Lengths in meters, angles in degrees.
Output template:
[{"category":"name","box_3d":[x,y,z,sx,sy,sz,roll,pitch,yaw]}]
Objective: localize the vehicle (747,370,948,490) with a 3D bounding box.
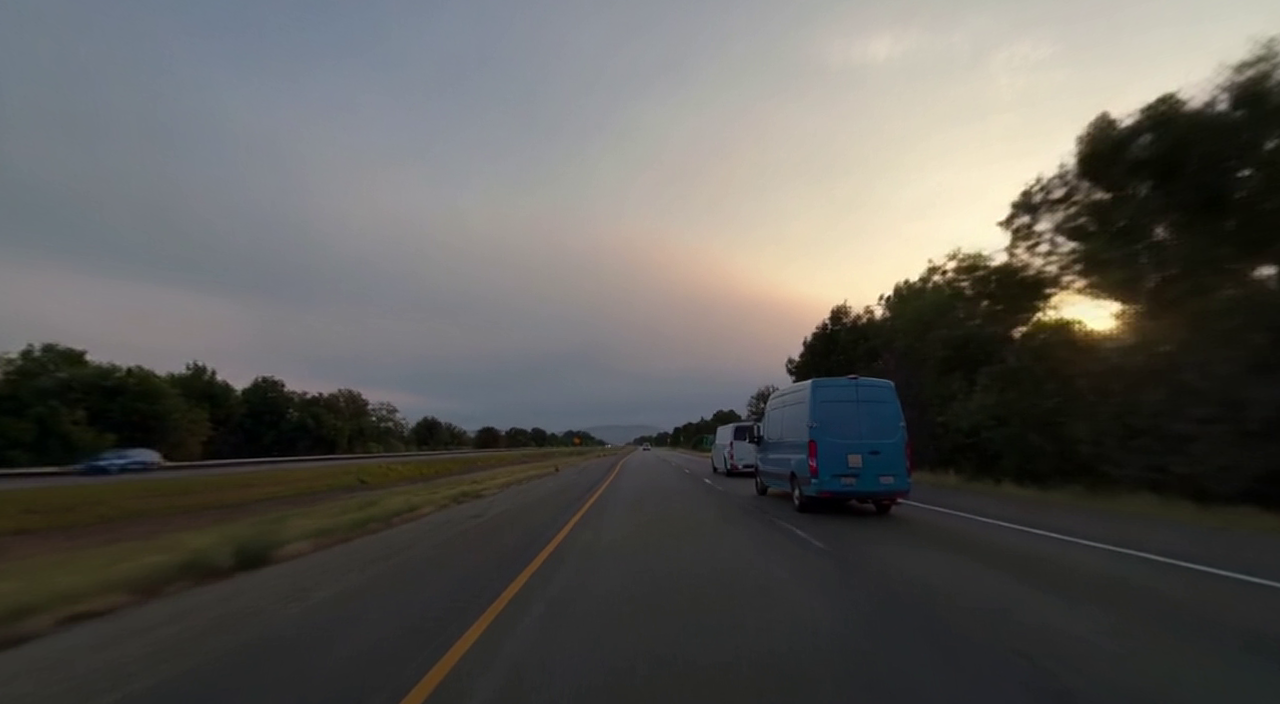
[{"category":"vehicle","box_3d":[4.062,1.751,13.757,2.444,2.053,5.616,0,-8,0]}]

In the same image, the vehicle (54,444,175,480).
[{"category":"vehicle","box_3d":[-32.732,6.847,39.612,2.429,2.024,5.989,0,-8,0]}]

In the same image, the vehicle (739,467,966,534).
[{"category":"vehicle","box_3d":[4.008,3.032,13.586,2.702,0.824,6.391,0,-8,0]}]
